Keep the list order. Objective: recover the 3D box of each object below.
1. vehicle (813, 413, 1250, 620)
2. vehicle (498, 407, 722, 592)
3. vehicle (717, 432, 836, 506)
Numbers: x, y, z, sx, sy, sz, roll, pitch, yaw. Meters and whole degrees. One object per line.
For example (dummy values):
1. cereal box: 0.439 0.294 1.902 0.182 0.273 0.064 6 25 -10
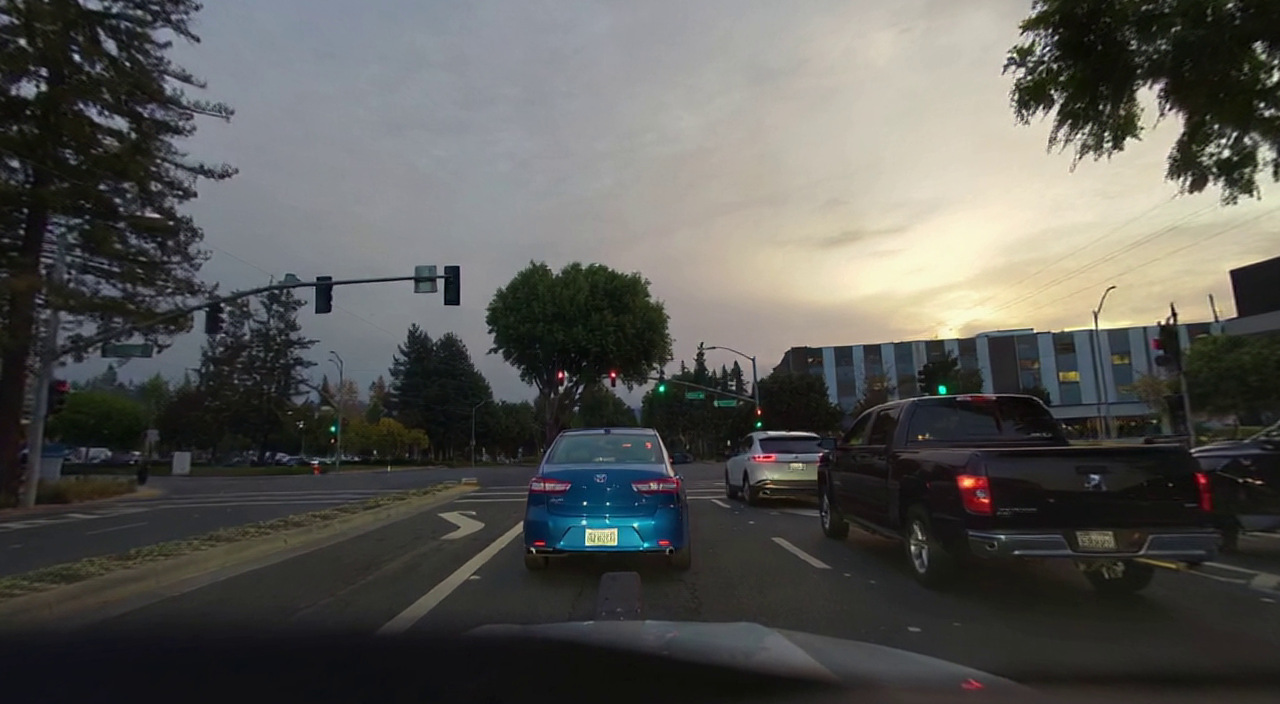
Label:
1. vehicle: 3.605 1.587 7.141 1.955 1.550 4.587 0 -8 -1
2. vehicle: -0.270 1.629 7.697 2.037 1.674 3.693 0 -8 0
3. vehicle: 3.341 2.959 16.441 2.031 1.626 4.264 0 -8 -1
